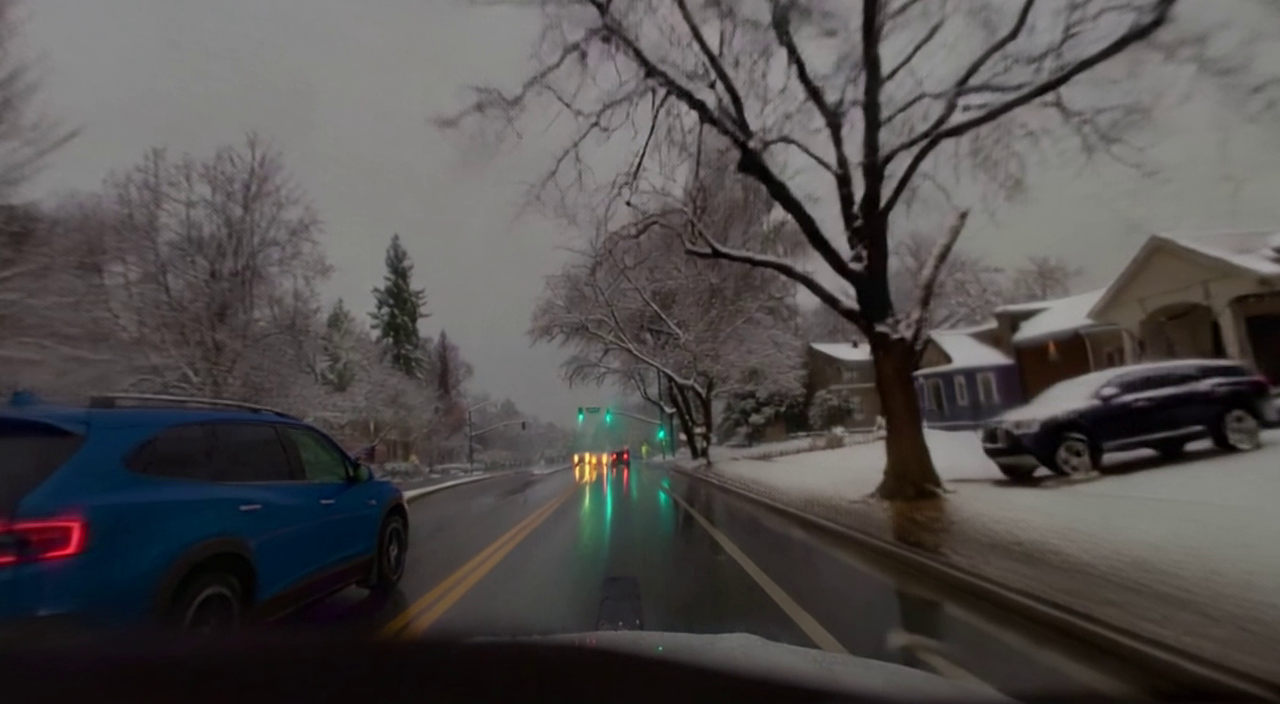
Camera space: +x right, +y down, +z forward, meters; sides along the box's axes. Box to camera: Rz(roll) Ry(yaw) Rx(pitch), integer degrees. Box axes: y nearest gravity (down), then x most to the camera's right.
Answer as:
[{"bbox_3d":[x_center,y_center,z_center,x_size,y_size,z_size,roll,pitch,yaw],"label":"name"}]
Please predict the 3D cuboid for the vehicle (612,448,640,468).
[{"bbox_3d":[-1.086,7.920,47.380,2.016,1.470,3.784,0,-8,-2],"label":"vehicle"}]

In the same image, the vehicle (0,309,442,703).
[{"bbox_3d":[-3.548,1.176,4.760,2.276,1.960,5.561,0,-8,0],"label":"vehicle"}]
